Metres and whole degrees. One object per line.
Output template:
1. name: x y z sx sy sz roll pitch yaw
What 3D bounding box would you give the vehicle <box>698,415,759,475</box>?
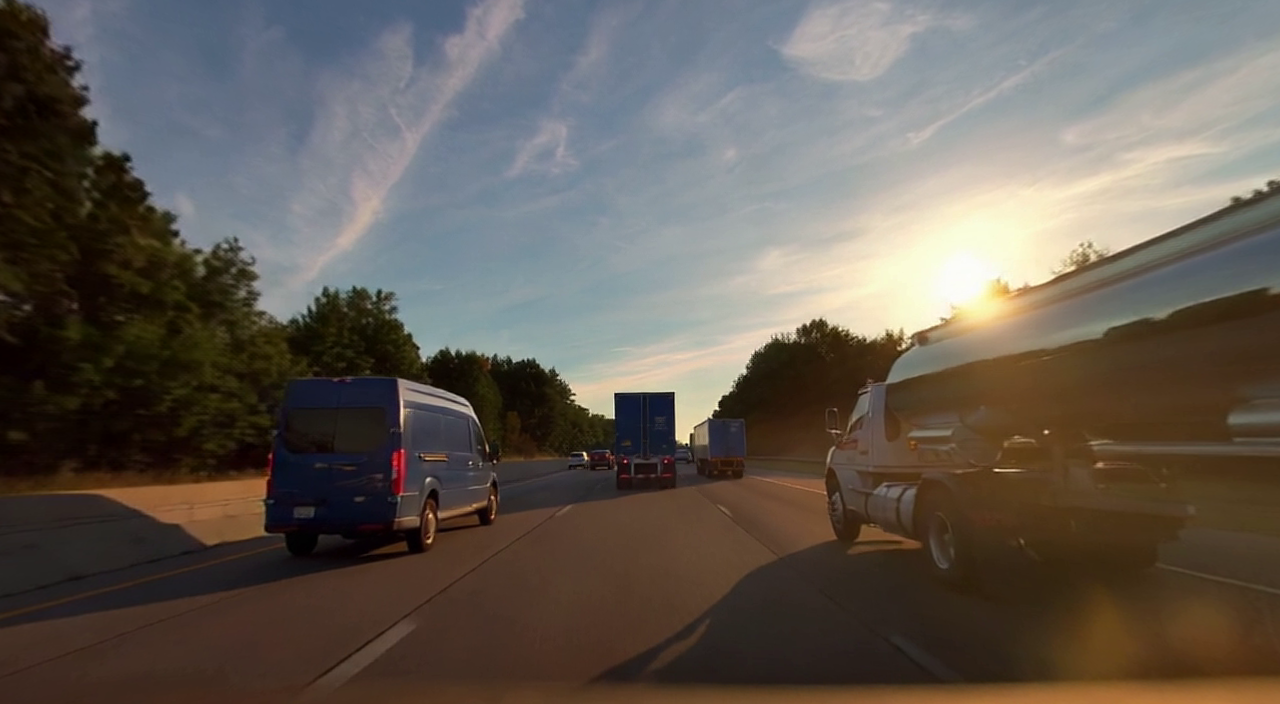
1. vehicle: 5.685 6.357 42.677 2.706 3.500 11.483 0 -9 1

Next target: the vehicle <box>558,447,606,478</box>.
1. vehicle: -3.247 6.279 36.085 2.134 1.652 4.439 0 -9 3

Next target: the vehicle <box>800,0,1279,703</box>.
1. vehicle: 4.341 -0.009 4.722 3.139 4.152 11.915 0 -9 0

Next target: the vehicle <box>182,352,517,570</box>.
1. vehicle: -4.039 1.768 10.650 2.525 2.572 6.260 0 -9 1

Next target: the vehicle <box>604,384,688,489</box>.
1. vehicle: 0.129 3.544 25.647 2.773 3.455 9.118 0 -9 -1
